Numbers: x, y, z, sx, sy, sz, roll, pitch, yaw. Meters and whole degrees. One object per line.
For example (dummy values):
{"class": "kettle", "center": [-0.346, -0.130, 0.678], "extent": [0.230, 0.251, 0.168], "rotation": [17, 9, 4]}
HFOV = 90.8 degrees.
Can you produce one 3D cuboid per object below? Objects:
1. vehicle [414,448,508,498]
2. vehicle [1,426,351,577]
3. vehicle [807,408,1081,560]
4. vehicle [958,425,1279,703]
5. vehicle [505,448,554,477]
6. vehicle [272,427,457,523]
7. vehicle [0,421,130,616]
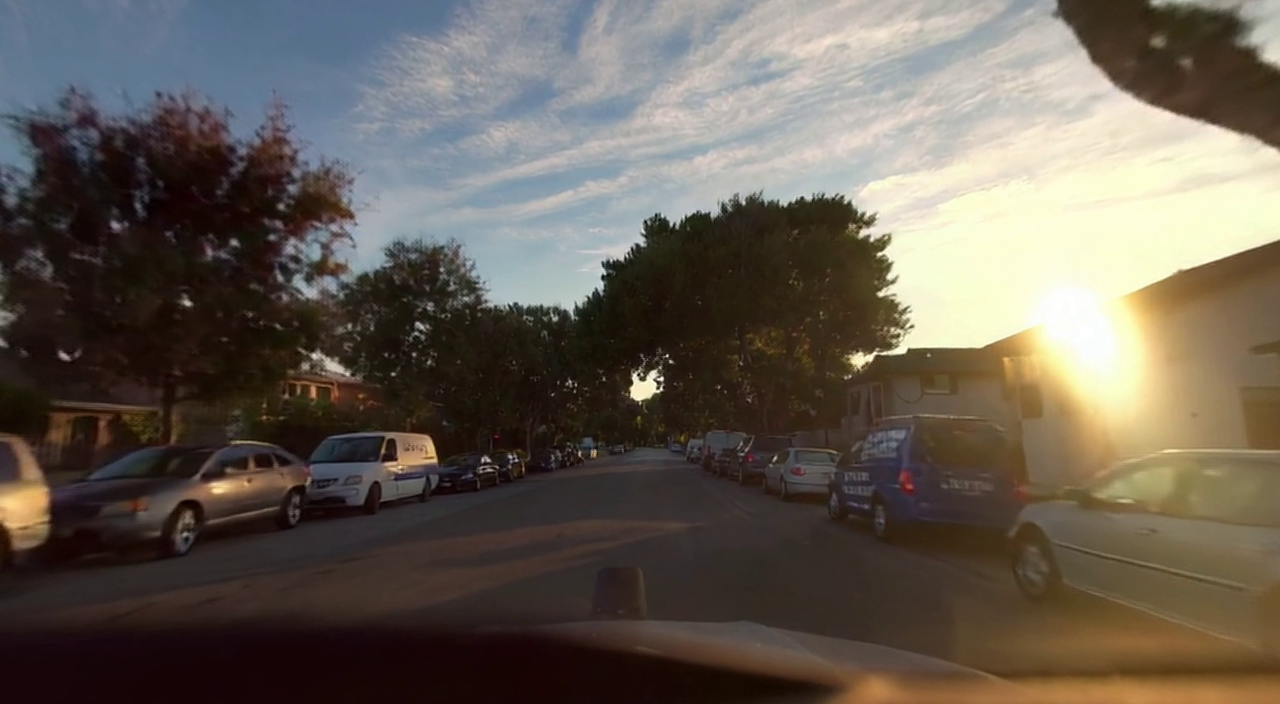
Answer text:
{"class": "vehicle", "center": [-6.312, 4.287, 22.865], "extent": [1.840, 1.476, 4.739], "rotation": [-2, -8, 3]}
{"class": "vehicle", "center": [-7.056, 2.290, 10.624], "extent": [1.891, 1.780, 5.240], "rotation": [-3, -9, 1]}
{"class": "vehicle", "center": [4.369, 1.990, 10.311], "extent": [1.985, 1.819, 5.163], "rotation": [0, -9, 1]}
{"class": "vehicle", "center": [4.241, 1.236, 4.060], "extent": [1.845, 1.475, 4.997], "rotation": [0, -9, 1]}
{"class": "vehicle", "center": [-6.282, 6.333, 36.514], "extent": [1.869, 1.467, 4.921], "rotation": [-1, -9, 1]}
{"class": "vehicle", "center": [-6.760, 3.057, 16.491], "extent": [2.085, 1.997, 5.755], "rotation": [-2, -8, 2]}
{"class": "vehicle", "center": [-7.056, 1.323, 4.280], "extent": [1.965, 1.797, 6.086], "rotation": [-3, -10, 2]}
